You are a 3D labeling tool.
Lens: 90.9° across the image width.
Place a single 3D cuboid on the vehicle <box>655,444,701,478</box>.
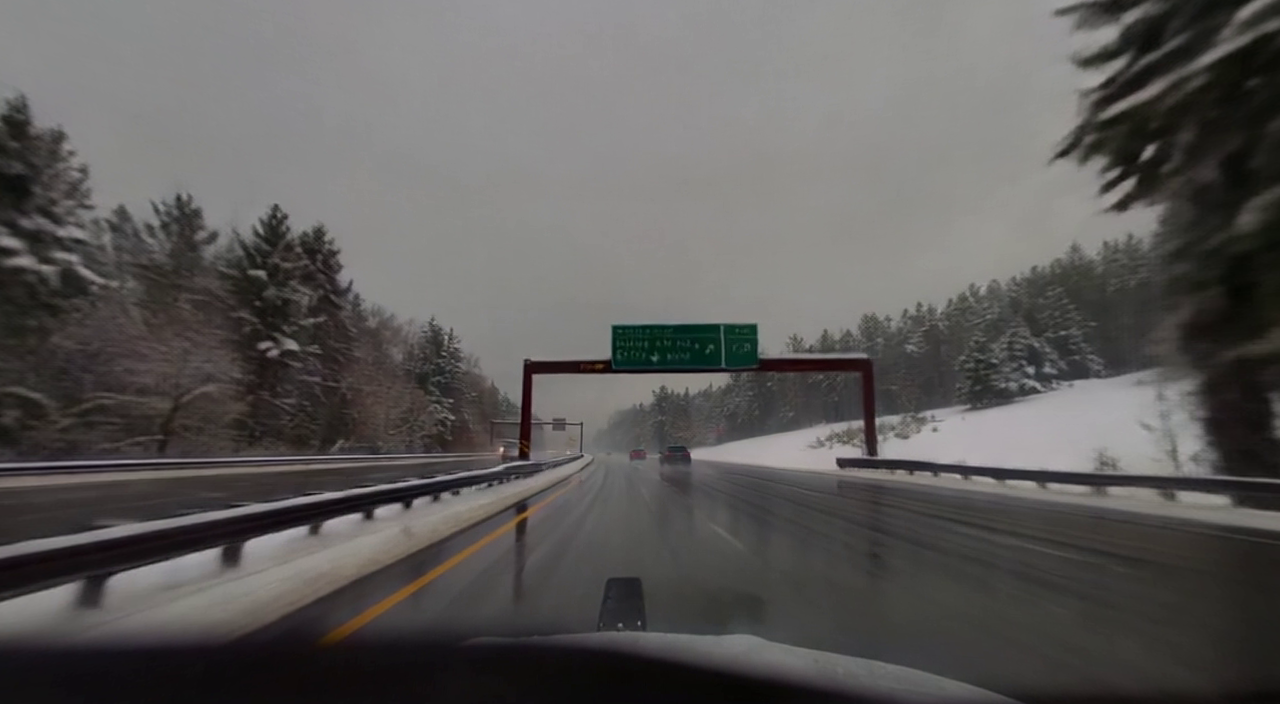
[{"bbox_3d":[1.846,5.490,31.876,2.011,1.590,3.607,0,-9,-2],"label":"vehicle"}]
